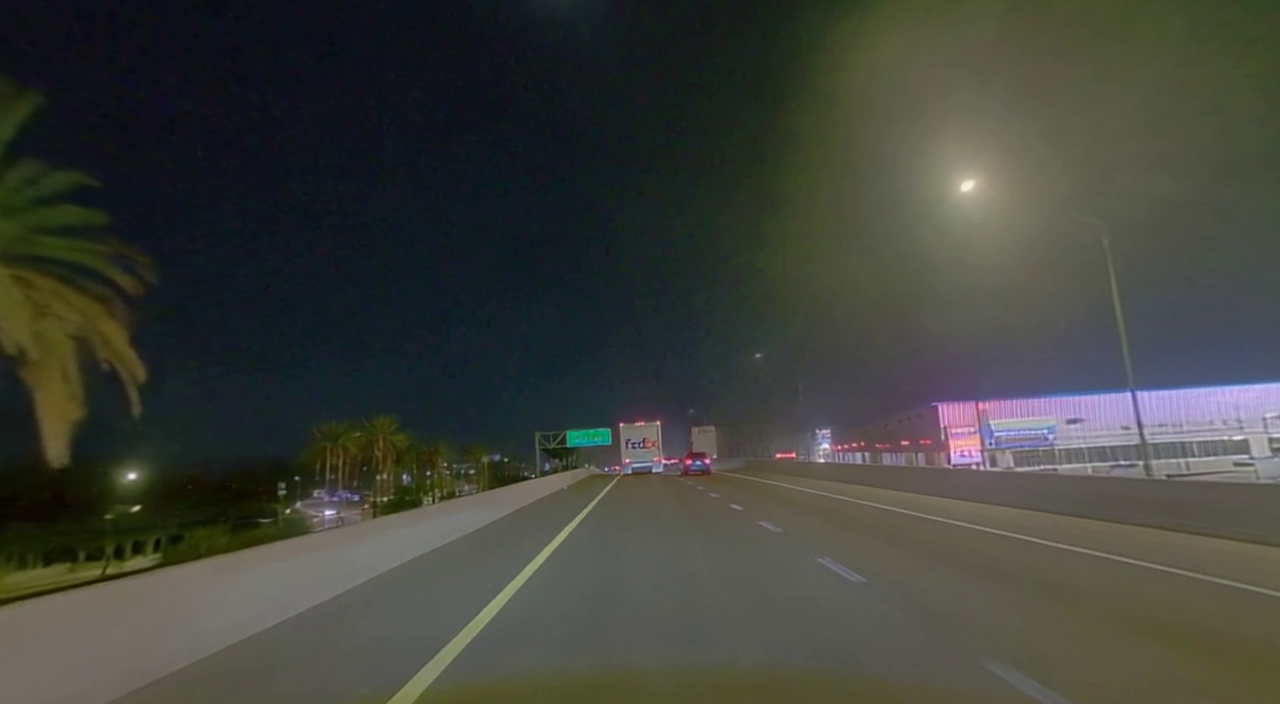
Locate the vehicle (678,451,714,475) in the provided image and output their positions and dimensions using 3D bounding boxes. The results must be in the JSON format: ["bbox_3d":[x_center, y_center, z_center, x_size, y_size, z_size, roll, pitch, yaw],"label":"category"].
[{"bbox_3d":[3.802,7.659,43.601,1.966,1.558,4.238,0,-9,-2],"label":"vehicle"}]
